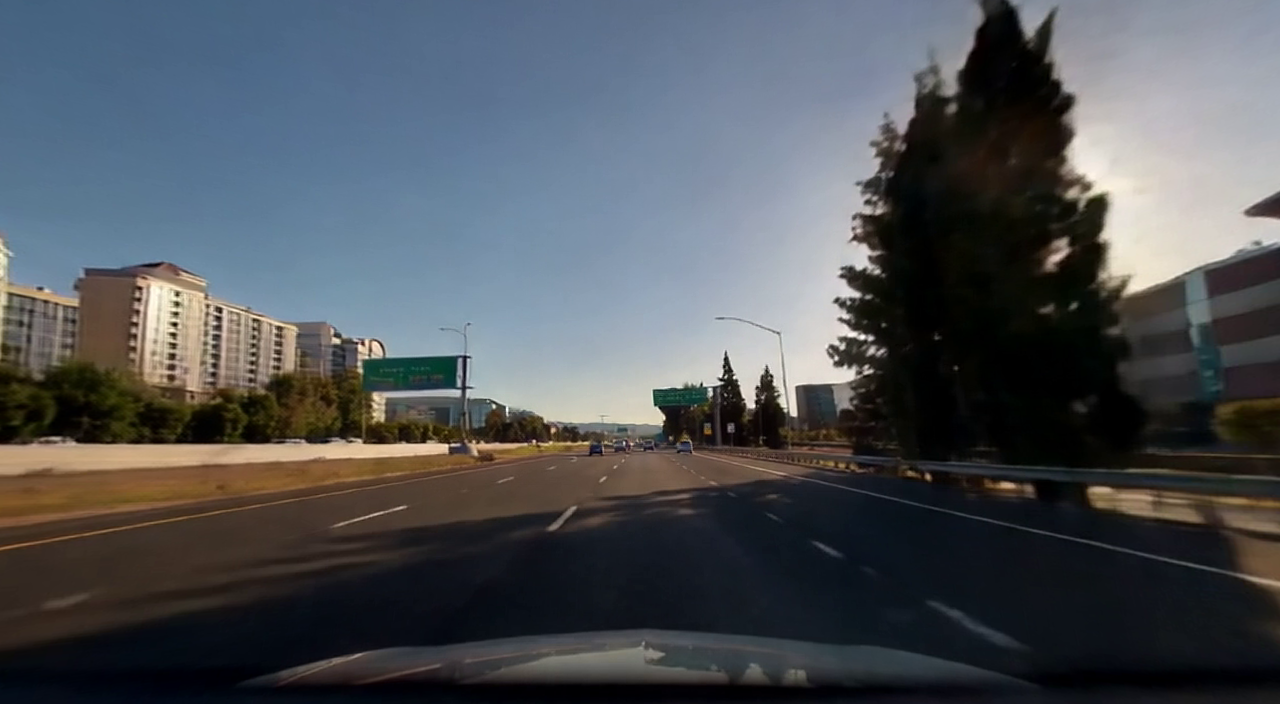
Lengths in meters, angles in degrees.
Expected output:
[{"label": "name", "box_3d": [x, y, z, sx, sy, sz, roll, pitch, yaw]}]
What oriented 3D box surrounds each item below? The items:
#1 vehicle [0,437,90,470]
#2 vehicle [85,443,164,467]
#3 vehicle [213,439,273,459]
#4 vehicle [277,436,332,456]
[{"label": "vehicle", "box_3d": [-30.280, 5.026, 31.391, 1.777, 1.476, 4.493, 0, -8, 0]}, {"label": "vehicle", "box_3d": [-33.630, 6.728, 41.301, 1.698, 1.446, 4.073, 0, -8, 0]}, {"label": "vehicle", "box_3d": [-30.213, 7.402, 48.167, 1.720, 1.480, 4.413, 0, -8, -1]}, {"label": "vehicle", "box_3d": [-26.119, 7.358, 49.253, 1.862, 1.458, 4.453, 0, -8, 0]}]
